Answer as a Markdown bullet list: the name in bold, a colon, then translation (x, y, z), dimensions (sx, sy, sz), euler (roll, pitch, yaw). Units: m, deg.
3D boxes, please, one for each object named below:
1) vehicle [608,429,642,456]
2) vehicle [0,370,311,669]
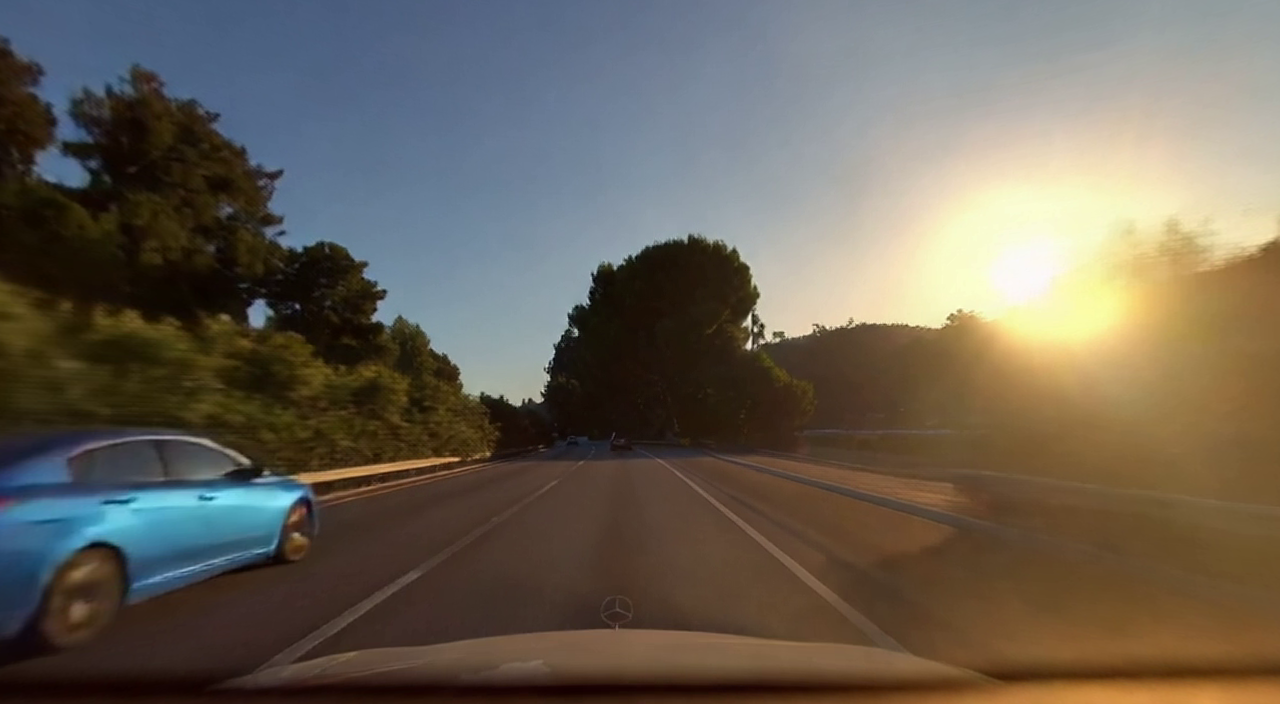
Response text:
- **vehicle**: translation (-1.020, 5.783, 40.169), dimensions (2.041, 1.618, 3.898), euler (0, -8, -3)
- **vehicle**: translation (-4.543, 1.032, 4.294), dimensions (2.039, 1.627, 4.844), euler (0, -8, -1)
